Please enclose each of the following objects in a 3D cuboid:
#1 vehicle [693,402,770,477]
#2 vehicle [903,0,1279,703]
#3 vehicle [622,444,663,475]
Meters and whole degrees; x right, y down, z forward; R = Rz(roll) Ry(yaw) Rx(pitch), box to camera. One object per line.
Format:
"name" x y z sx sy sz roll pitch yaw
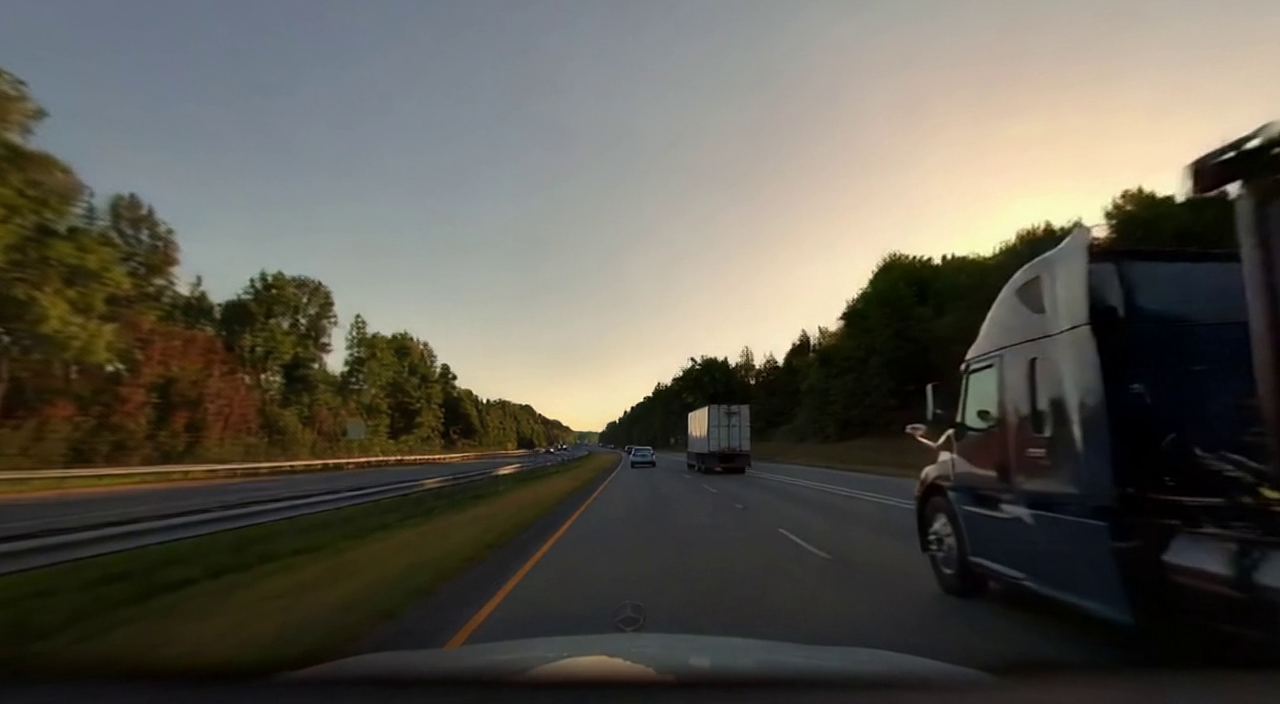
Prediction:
"vehicle" 4.286 4.304 30.749 2.684 3.263 5.865 0 -9 -2
"vehicle" 3.794 -0.218 2.241 3.025 3.897 5.853 0 -9 0
"vehicle" 0.106 5.638 33.360 2.051 1.513 4.511 0 -9 -1
